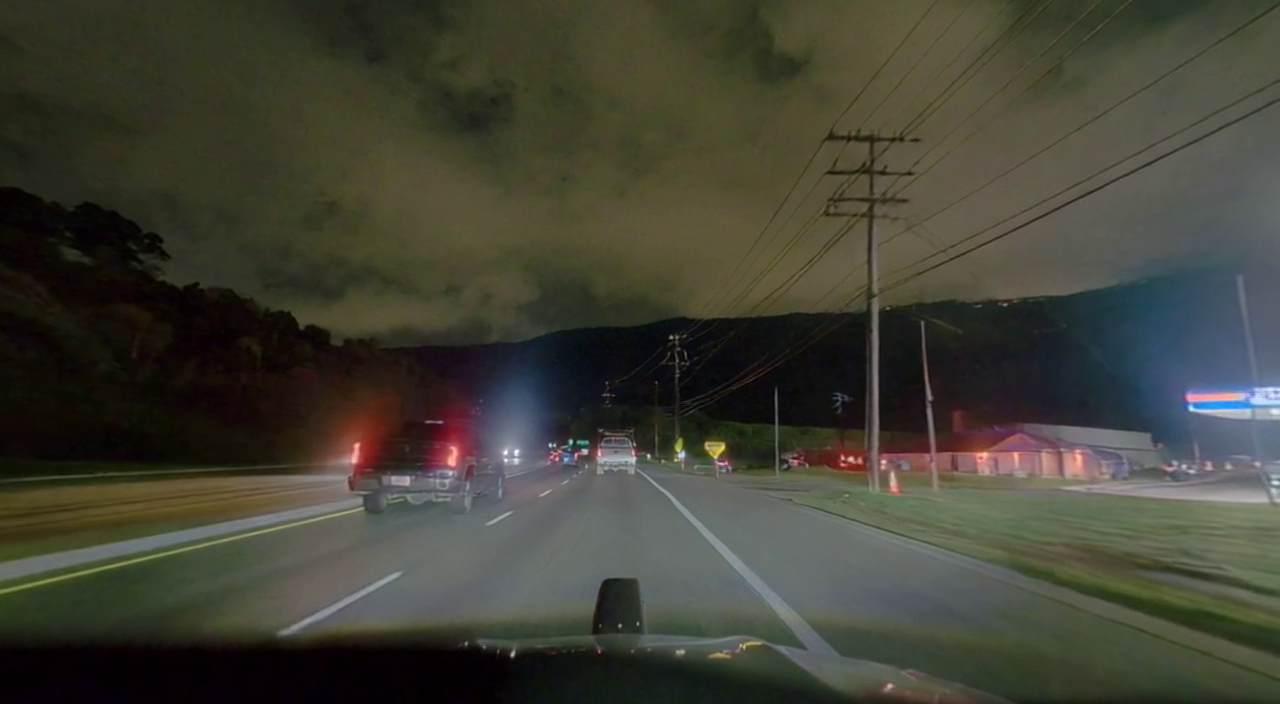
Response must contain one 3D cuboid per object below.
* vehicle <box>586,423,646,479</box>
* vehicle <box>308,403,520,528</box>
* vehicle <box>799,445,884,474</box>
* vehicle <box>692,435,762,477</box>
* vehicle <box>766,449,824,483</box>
[{"bbox_3d":[-1.137,4.524,29.053,2.486,2.280,5.291,0,-8,-3],"label":"vehicle"},{"bbox_3d":[-4.193,2.257,13.129,2.345,2.012,5.693,0,-8,-1],"label":"vehicle"},{"bbox_3d":[15.276,8.118,48.166,2.193,2.034,5.805,7,-11,-40],"label":"vehicle"},{"bbox_3d":[4.906,6.012,36.880,2.706,2.199,6.527,1,-9,-4],"label":"vehicle"},{"bbox_3d":[8.367,6.148,34.388,1.933,1.480,4.249,2,-7,-2],"label":"vehicle"}]
